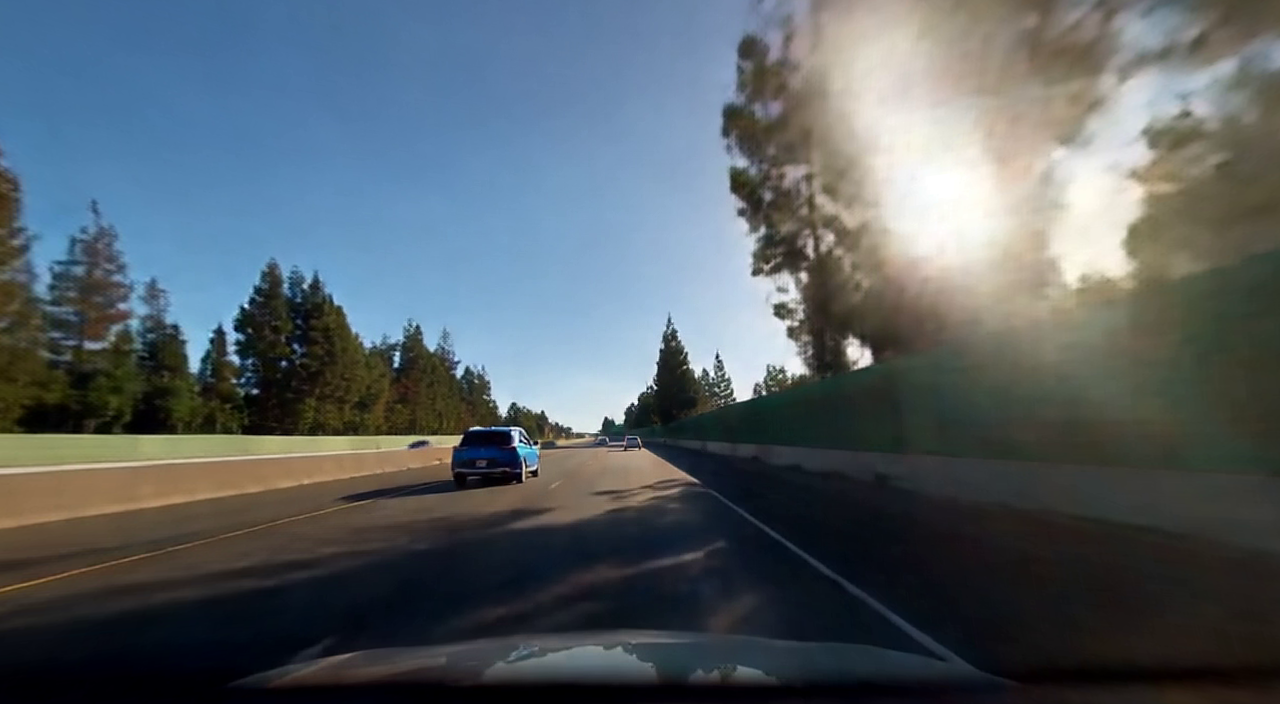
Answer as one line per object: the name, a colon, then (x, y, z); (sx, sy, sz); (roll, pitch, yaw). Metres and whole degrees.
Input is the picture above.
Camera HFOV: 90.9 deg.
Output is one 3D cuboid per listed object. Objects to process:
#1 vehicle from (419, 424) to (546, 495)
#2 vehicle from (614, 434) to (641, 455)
vehicle: (-3.803, 2.670, 16.200); (2.072, 1.545, 4.767); (0, -8, 0)
vehicle: (-0.910, 6.564, 44.877); (1.836, 1.450, 3.519); (0, -8, -1)
